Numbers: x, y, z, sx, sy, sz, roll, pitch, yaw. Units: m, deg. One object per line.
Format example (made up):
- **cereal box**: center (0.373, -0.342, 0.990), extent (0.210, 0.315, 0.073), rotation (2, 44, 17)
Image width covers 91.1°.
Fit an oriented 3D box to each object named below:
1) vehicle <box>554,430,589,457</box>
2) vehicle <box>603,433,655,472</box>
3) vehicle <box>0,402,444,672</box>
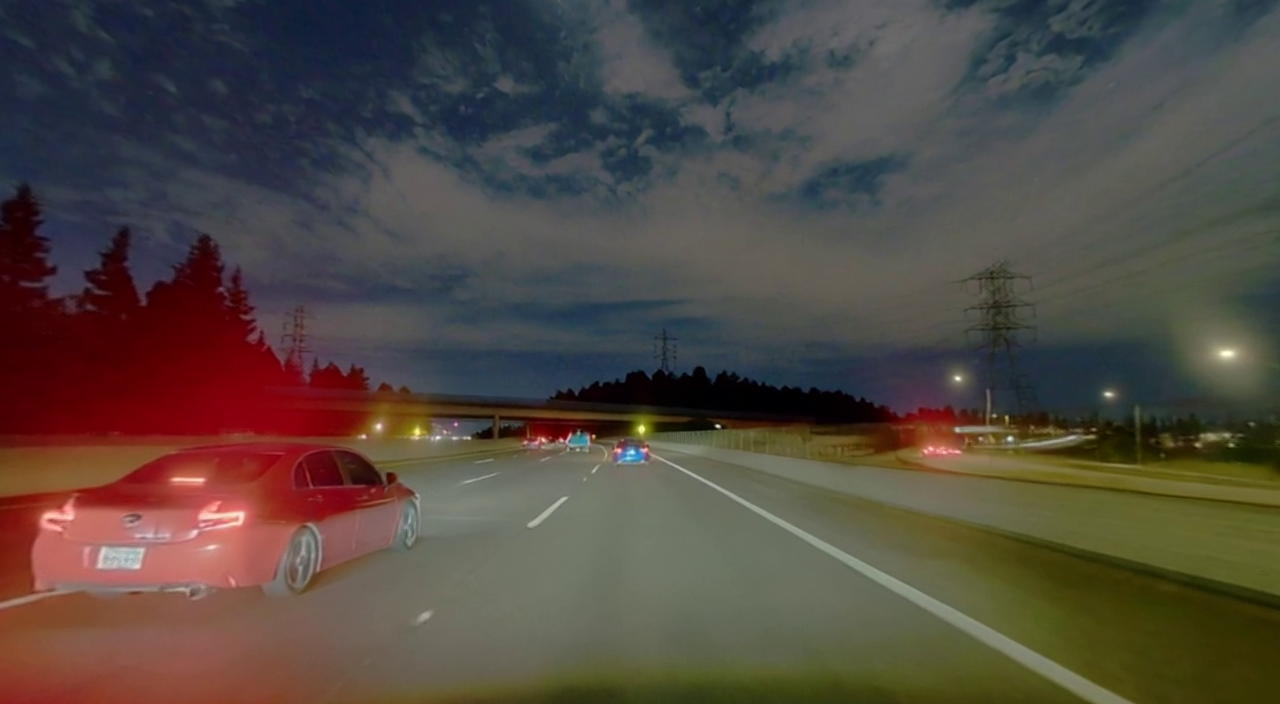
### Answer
- **vehicle**: center (-4.829, 6.534, 44.771), extent (2.174, 1.806, 3.932), rotation (0, -8, -2)
- **vehicle**: center (-0.488, 4.118, 25.968), extent (1.954, 1.460, 3.983), rotation (0, -8, -2)
- **vehicle**: center (-3.610, 1.362, 5.901), extent (2.035, 1.514, 4.600), rotation (0, -8, 0)
